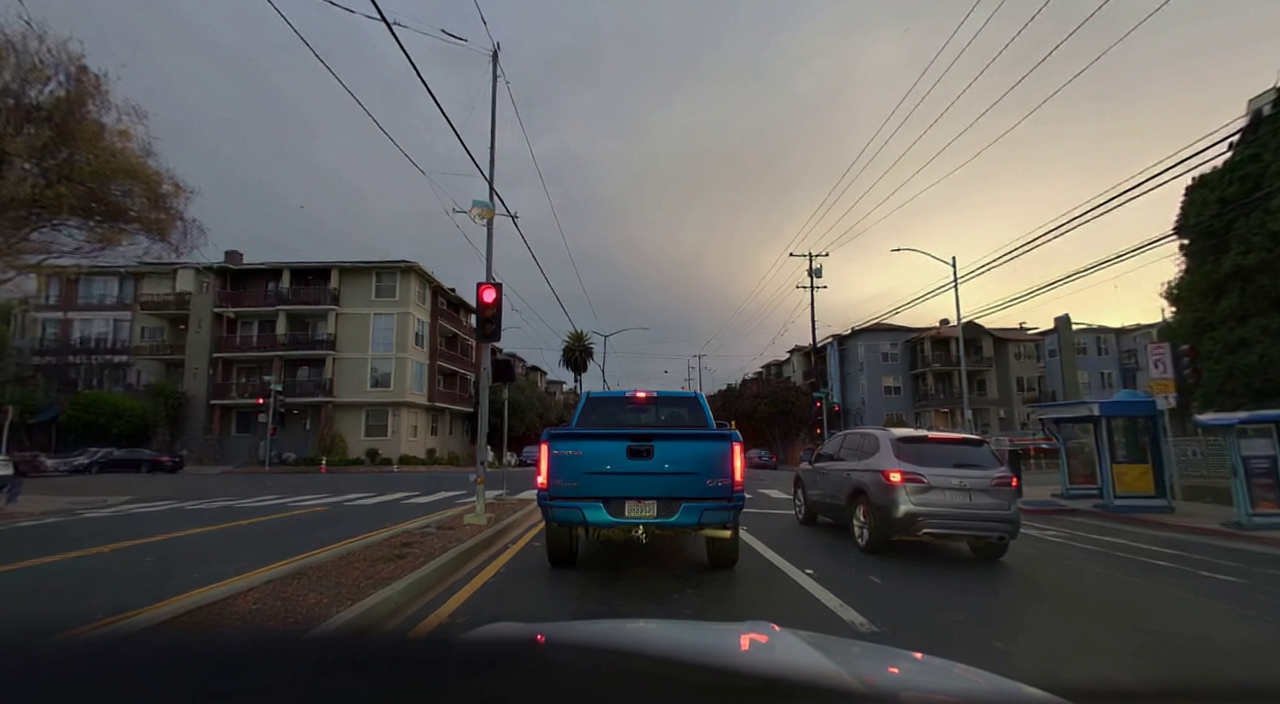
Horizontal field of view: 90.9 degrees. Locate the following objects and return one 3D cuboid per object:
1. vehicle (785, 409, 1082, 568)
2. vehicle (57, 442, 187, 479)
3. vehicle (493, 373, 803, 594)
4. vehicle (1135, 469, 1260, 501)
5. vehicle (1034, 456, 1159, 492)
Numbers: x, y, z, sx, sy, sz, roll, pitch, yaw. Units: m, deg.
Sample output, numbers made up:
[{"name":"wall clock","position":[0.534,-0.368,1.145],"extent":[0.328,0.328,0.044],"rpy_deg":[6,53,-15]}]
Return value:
[{"name":"vehicle","position":[3.841,1.882,9.496],"extent":[2.131,1.759,4.762],"rpy_deg":[0,-8,0]},{"name":"vehicle","position":[-24.894,5.199,30.394],"extent":[4.563,1.692,1.778],"rpy_deg":[0,-9,-2]},{"name":"vehicle","position":[0.107,1.539,8.222],"extent":[2.738,1.959,5.070],"rpy_deg":[0,-8,1]},{"name":"vehicle","position":[26.401,6.282,29.927],"extent":[4.071,1.388,1.884],"rpy_deg":[0,-8,1]},{"name":"vehicle","position":[21.728,5.814,30.117],"extent":[4.498,1.618,1.843],"rpy_deg":[0,-8,0]}]
